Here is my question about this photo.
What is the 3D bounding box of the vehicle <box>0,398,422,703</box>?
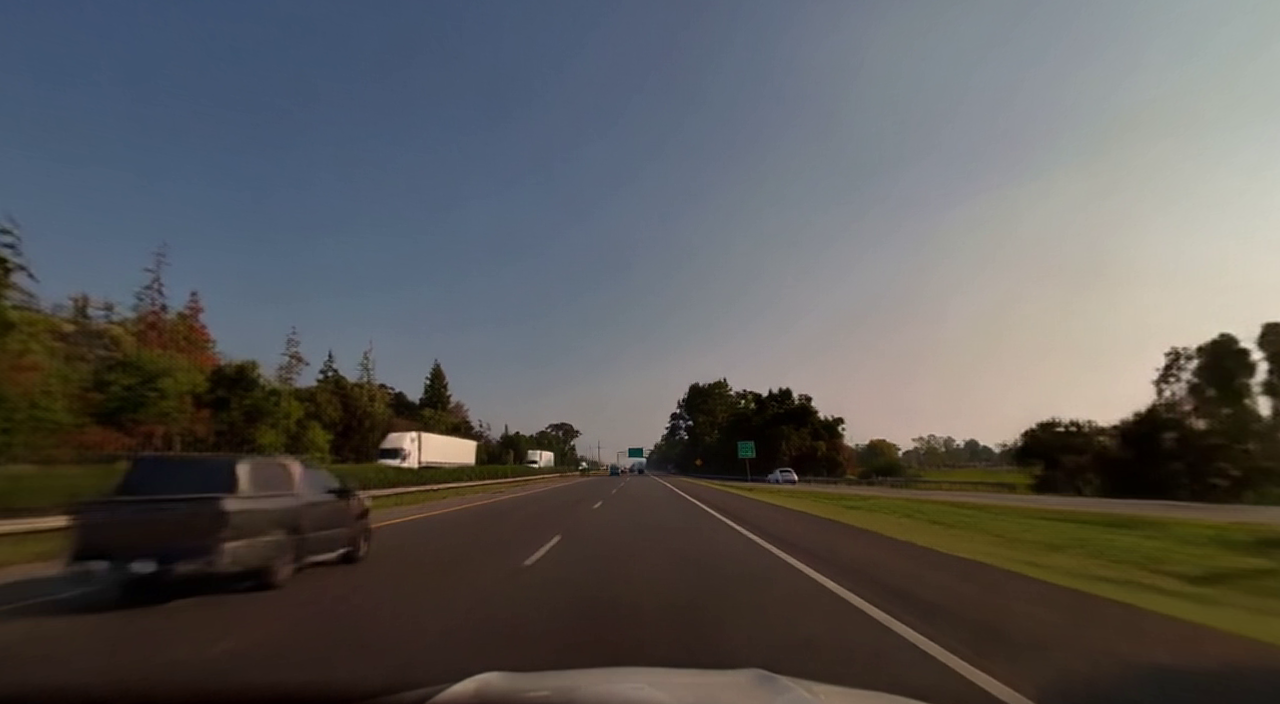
[{"bbox_3d":[-3.809,1.491,5.734,1.912,1.631,4.672,1,-11,1],"label":"vehicle"}]
